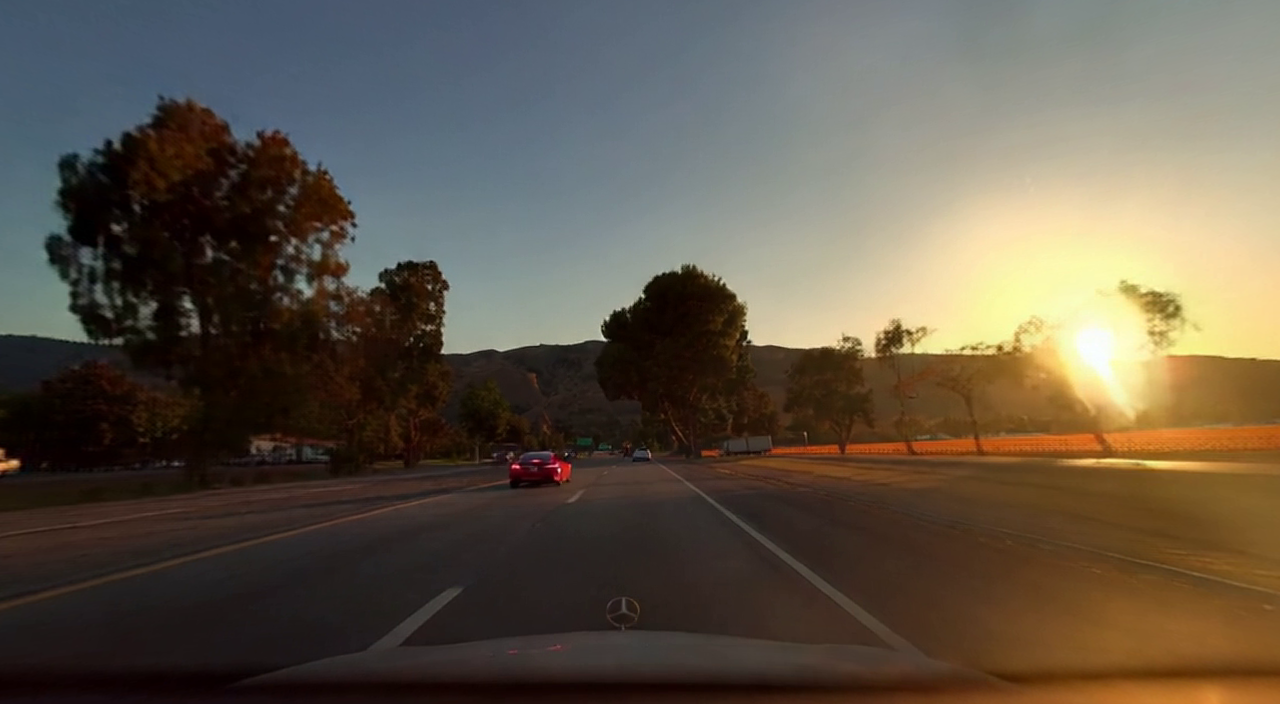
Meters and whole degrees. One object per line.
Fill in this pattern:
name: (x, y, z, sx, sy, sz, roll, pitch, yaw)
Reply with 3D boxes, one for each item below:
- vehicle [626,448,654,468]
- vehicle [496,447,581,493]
vehicle: (-0.005, 8.162, 48.677, 2.079, 1.450, 3.942, 0, -9, 0)
vehicle: (-3.492, 4.165, 22.728, 2.170, 1.451, 4.584, 0, -9, 2)
